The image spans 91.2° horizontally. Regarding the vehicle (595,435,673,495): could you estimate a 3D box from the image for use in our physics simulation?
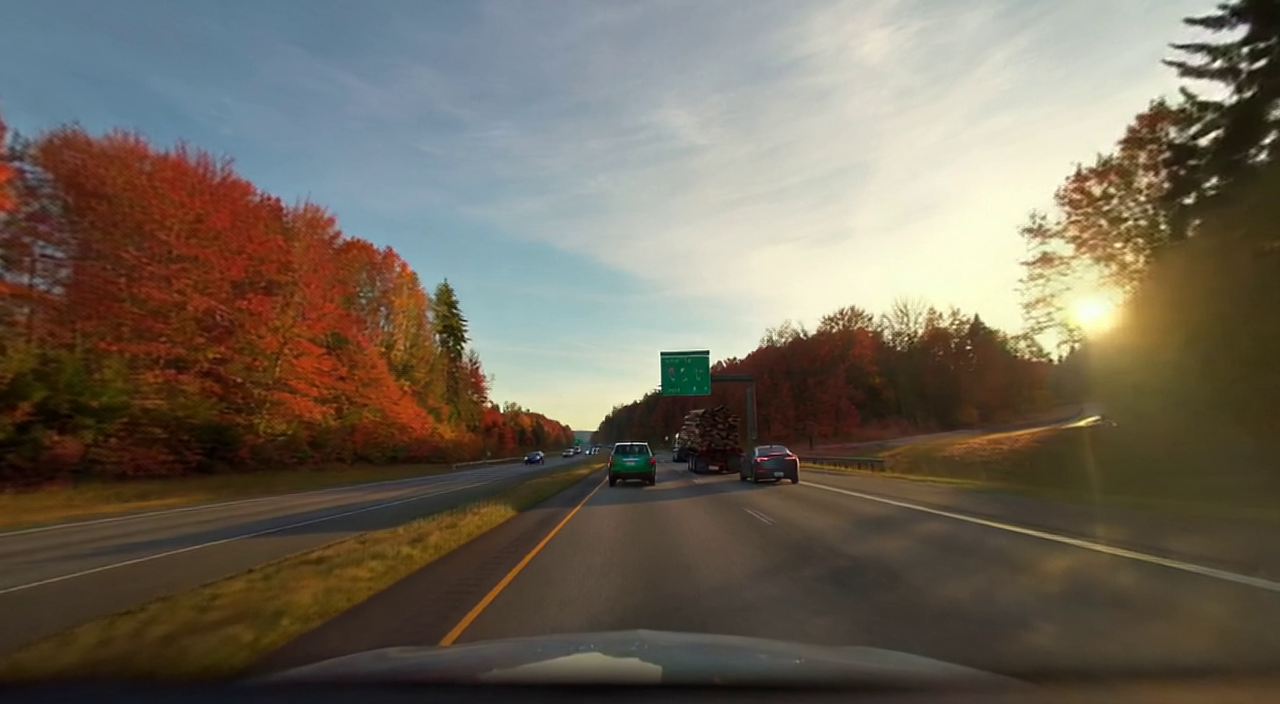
[{"bbox_3d":[-0.178,3.624,20.407,2.263,1.699,3.936,-1,-9,0],"label":"vehicle"}]

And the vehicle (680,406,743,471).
[{"bbox_3d":[4.616,5.921,42.457,3.125,3.895,8.461,0,-9,-1],"label":"vehicle"}]

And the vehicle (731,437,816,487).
[{"bbox_3d":[4.861,4.097,23.601,2.057,1.660,4.525,0,-9,-2],"label":"vehicle"}]
